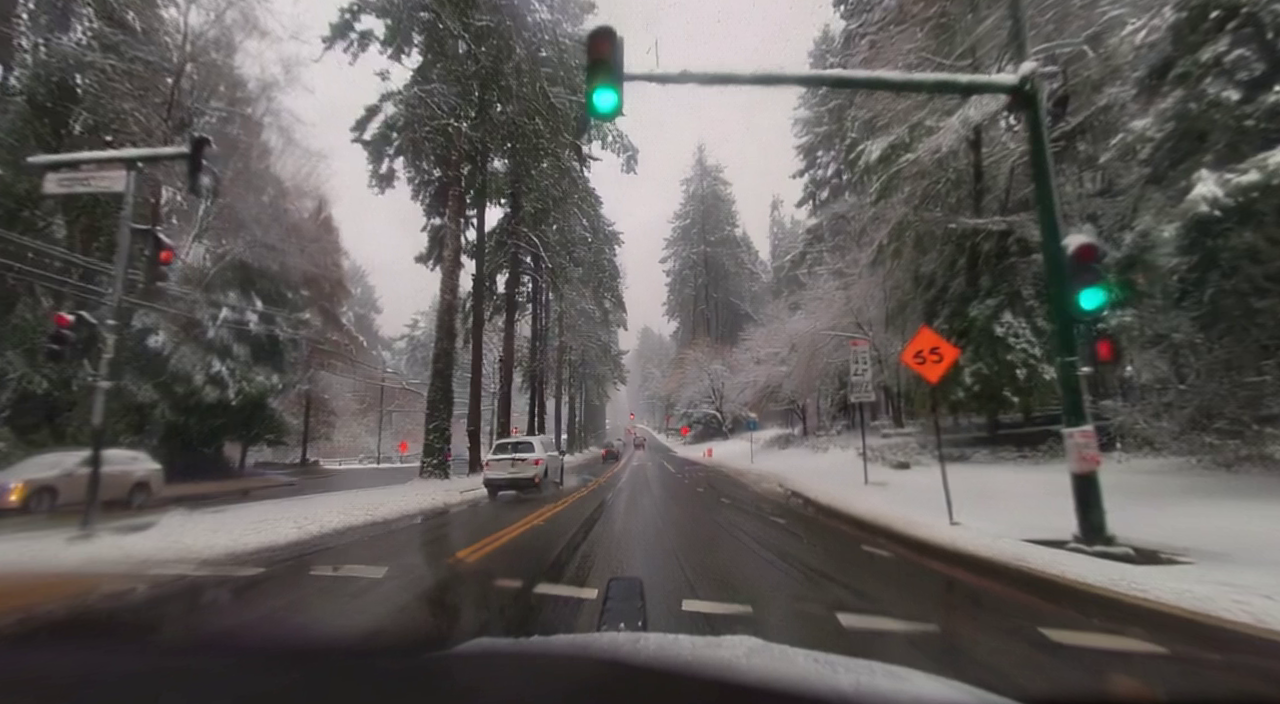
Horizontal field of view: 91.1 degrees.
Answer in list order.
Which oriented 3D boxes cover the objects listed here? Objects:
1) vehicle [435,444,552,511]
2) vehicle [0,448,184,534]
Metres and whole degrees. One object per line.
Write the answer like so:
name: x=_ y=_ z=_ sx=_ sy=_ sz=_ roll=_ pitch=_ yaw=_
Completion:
vehicle: x=-3.632 y=3.171 z=16.345 sx=2.029 sy=1.511 sz=3.922 roll=0 pitch=-8 yaw=1
vehicle: x=-11.939 y=2.685 z=12.690 sx=1.898 sy=1.459 sz=4.587 roll=0 pitch=-8 yaw=1
